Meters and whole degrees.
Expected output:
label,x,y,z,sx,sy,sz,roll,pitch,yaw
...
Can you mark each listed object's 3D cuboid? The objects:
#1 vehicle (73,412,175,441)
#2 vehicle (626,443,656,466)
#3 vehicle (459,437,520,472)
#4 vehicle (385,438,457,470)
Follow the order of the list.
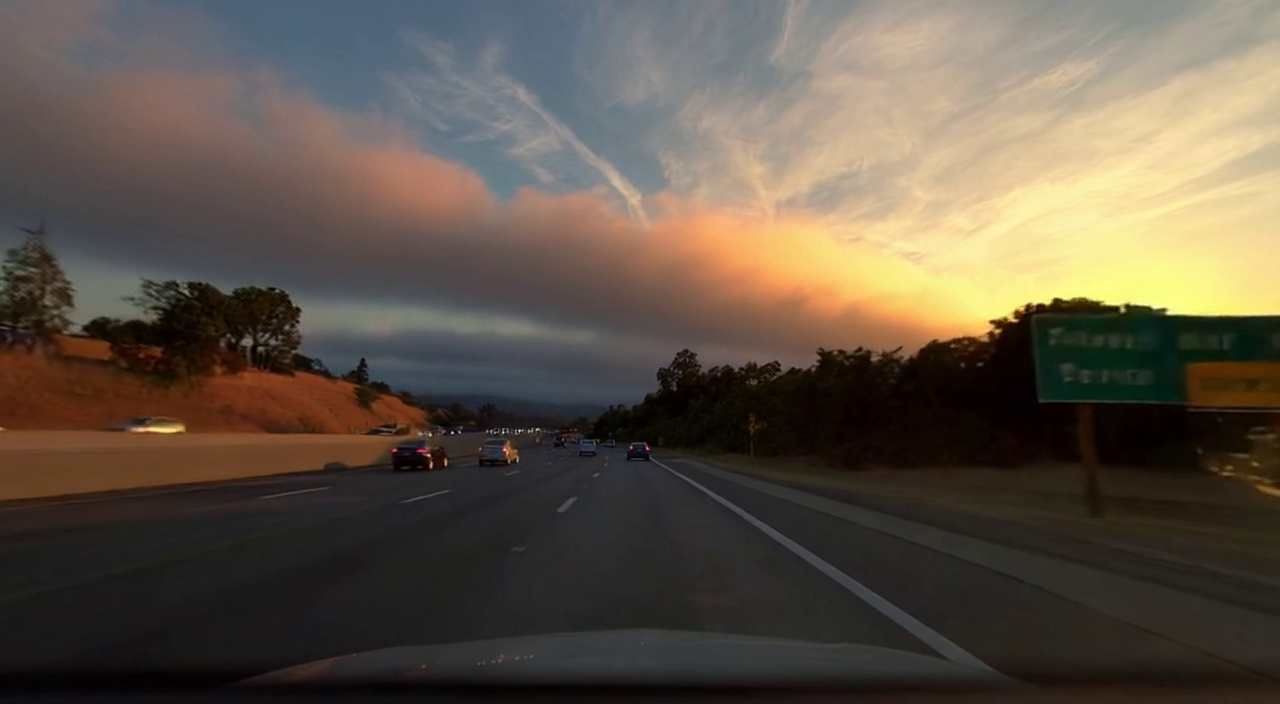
label,x,y,z,sx,sy,sz,roll,pitch,yaw
vehicle,-29.472,4.356,36.268,1.941,1.532,4.732,0,-8,-1
vehicle,0.065,6.741,41.695,1.881,1.460,3.694,0,-8,-1
vehicle,-7.463,5.122,31.718,2.086,1.628,4.039,0,-8,0
vehicle,-11.139,5.218,32.468,1.935,1.474,5.033,0,-8,0
